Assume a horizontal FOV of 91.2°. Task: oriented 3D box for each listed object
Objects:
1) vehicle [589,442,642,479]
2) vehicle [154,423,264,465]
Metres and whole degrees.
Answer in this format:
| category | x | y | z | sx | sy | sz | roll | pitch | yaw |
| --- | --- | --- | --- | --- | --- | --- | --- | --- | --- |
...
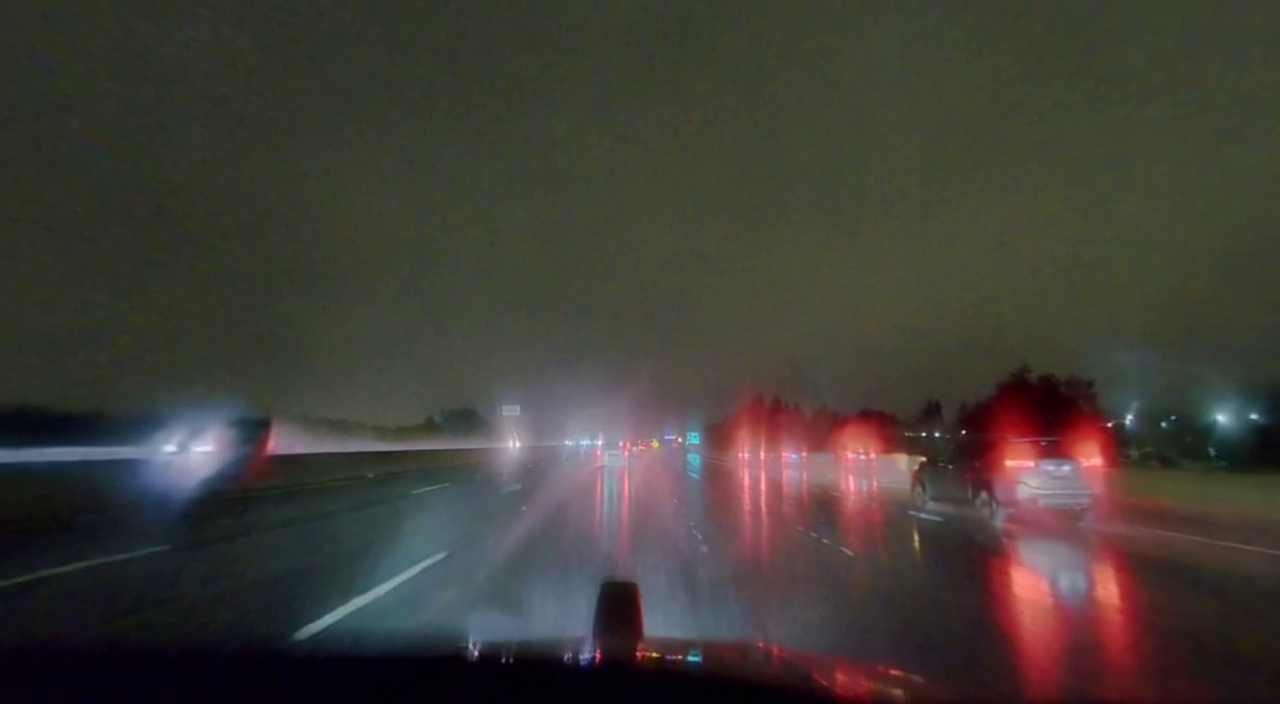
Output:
| category | x | y | z | sx | sy | sz | roll | pitch | yaw |
| --- | --- | --- | --- | --- | --- | --- | --- | --- | --- |
| vehicle | -1.016 | 4.840 | 28.207 | 2.055 | 1.509 | 4.255 | -1 | -9 | 2 |
| vehicle | -21.773 | 4.700 | 31.969 | 2.154 | 1.972 | 5.009 | 0 | -9 | -2 |
